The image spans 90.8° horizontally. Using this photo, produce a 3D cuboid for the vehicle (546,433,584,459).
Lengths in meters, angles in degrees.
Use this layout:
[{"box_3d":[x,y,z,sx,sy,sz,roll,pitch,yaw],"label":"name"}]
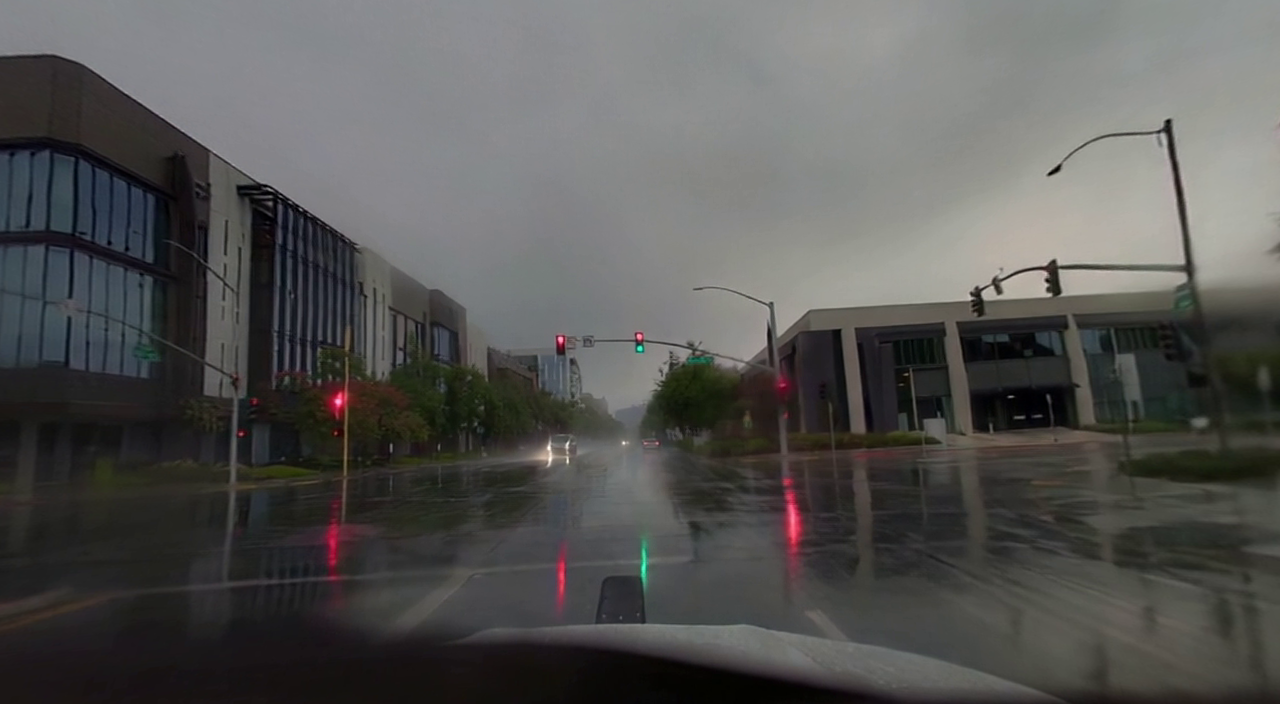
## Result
[{"box_3d":[-5.035,6.377,42.766,1.988,1.666,4.074,0,-9,1],"label":"vehicle"}]
